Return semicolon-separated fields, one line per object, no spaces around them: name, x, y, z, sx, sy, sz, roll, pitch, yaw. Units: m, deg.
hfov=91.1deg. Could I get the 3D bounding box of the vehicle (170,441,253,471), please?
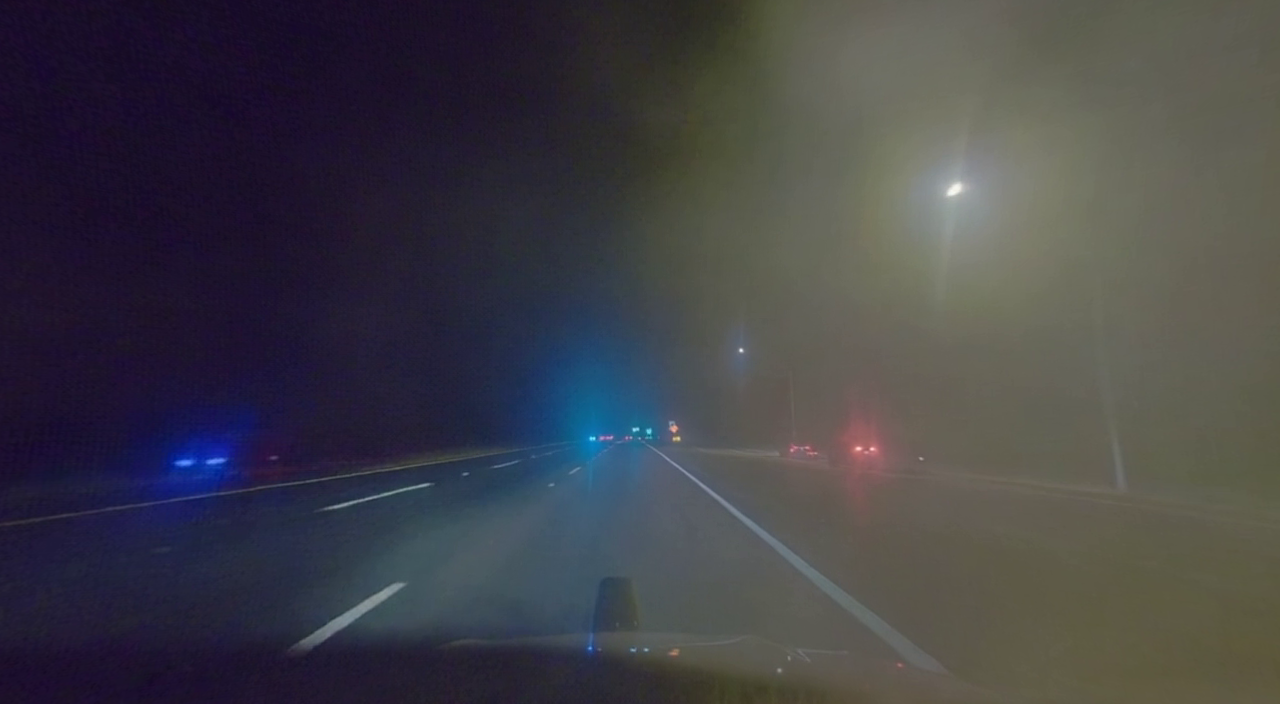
vehicle;-23.633;5.734;34.847;1.768;1.507;3.977;0;-8;0
